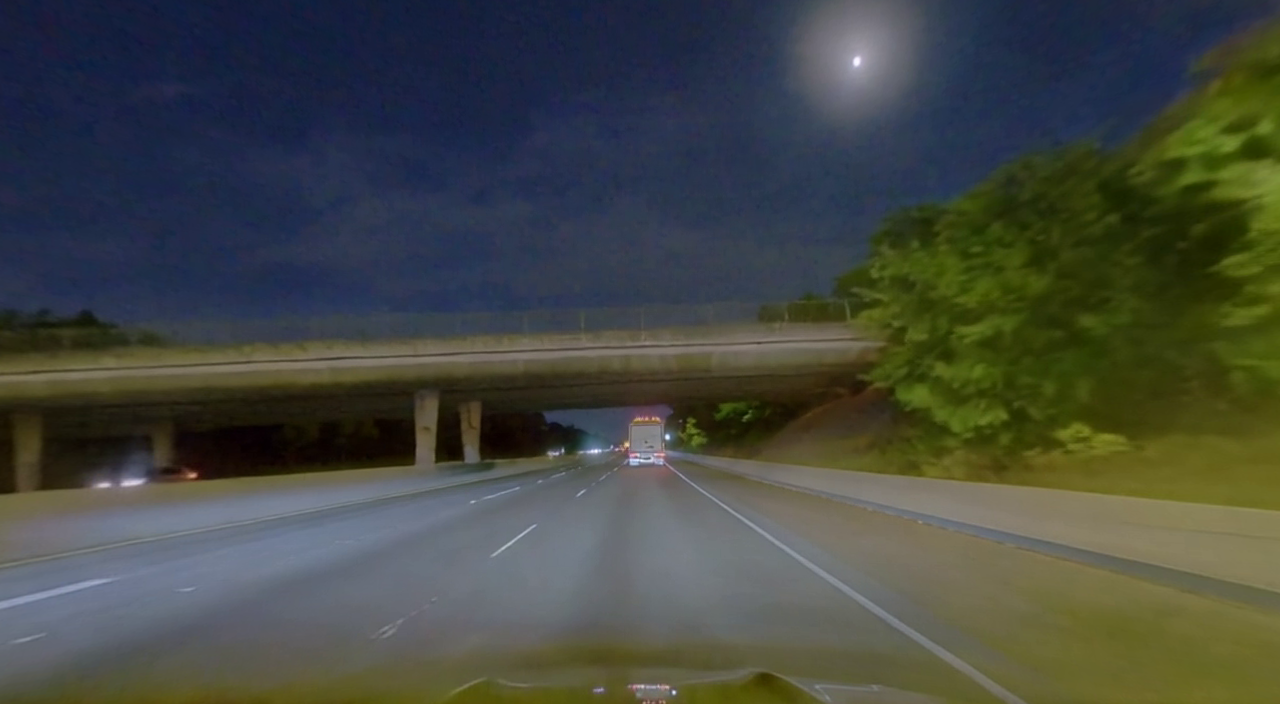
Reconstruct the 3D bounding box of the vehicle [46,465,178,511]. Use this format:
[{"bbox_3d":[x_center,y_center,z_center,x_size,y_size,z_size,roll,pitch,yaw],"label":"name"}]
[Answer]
[{"bbox_3d":[-24.185,6.208,29.201,1.923,1.822,4.735,-1,-9,1],"label":"vehicle"}]
